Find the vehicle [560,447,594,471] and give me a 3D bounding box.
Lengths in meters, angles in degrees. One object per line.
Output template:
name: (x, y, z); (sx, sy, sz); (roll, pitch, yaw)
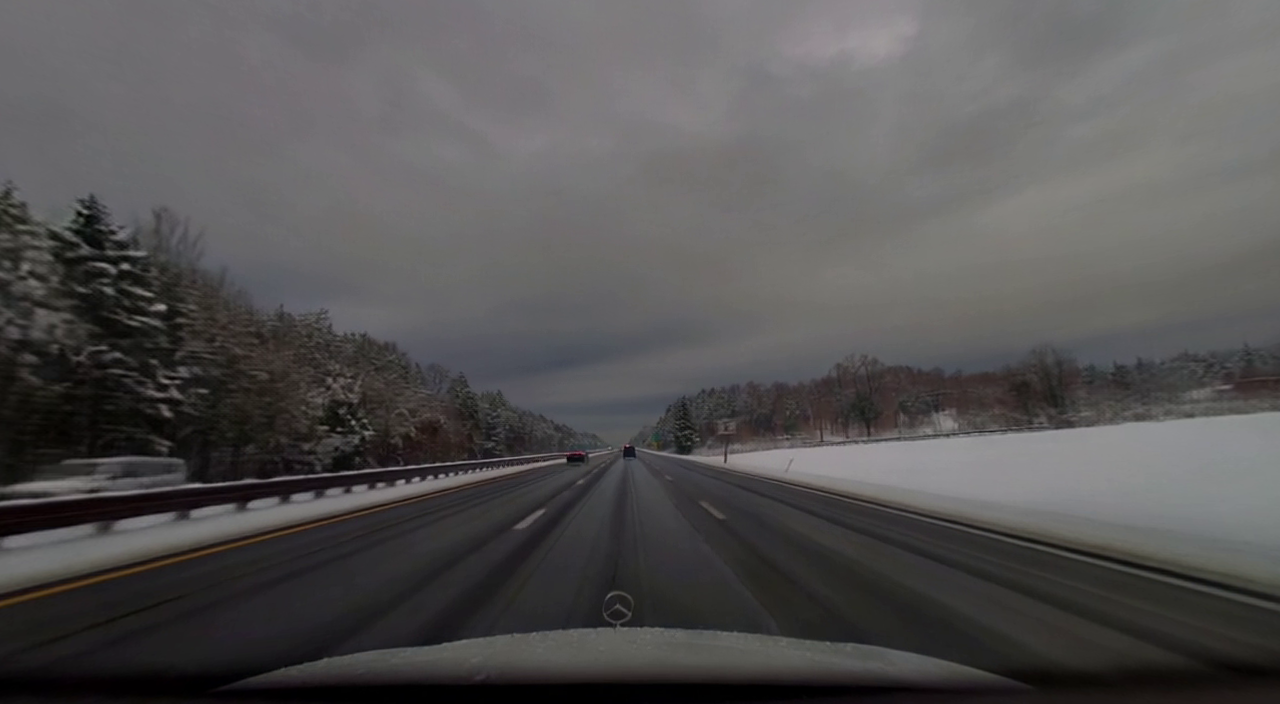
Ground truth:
vehicle: (-4.144, 7.073, 41.816); (1.970, 1.492, 3.944); (0, -9, -1)
